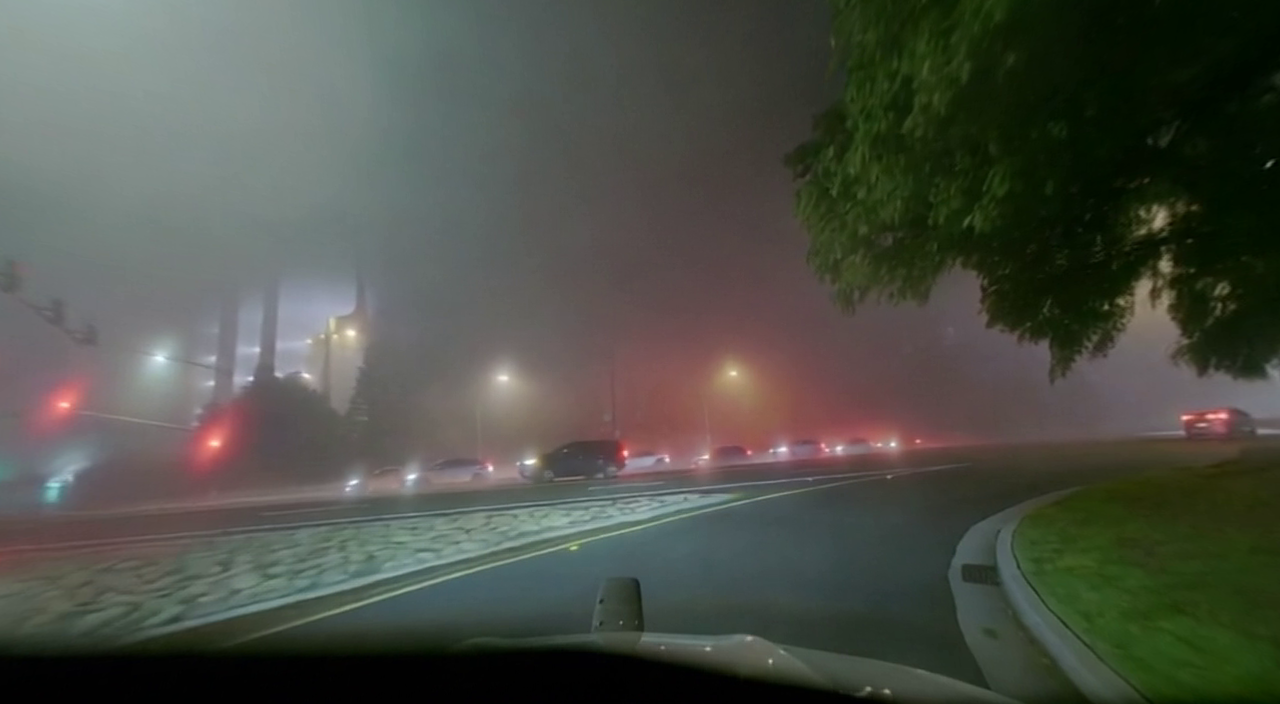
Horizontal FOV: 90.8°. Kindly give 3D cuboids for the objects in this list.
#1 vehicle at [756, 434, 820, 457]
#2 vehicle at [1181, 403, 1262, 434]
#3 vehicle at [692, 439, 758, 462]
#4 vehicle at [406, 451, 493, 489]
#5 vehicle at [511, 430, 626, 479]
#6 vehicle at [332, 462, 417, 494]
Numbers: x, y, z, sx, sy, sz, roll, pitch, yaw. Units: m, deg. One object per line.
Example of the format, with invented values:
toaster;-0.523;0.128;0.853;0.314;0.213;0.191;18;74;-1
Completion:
vehicle;11.585;7.337;49.484;4.727;1.681;1.926;4;-11;-28
vehicle;37.893;4.327;41.147;4.496;1.765;2.059;1;-10;-24
vehicle;6.236;7.276;46.411;4.513;1.582;1.842;5;-12;-28
vehicle;-11.065;6.787;36.757;4.510;1.764;1.947;1;-8;-29
vehicle;-3.756;5.556;33.720;5.636;2.053;2.225;8;-19;-26
vehicle;-15.978;7.565;38.070;4.493;1.455;1.946;1;-8;-30
